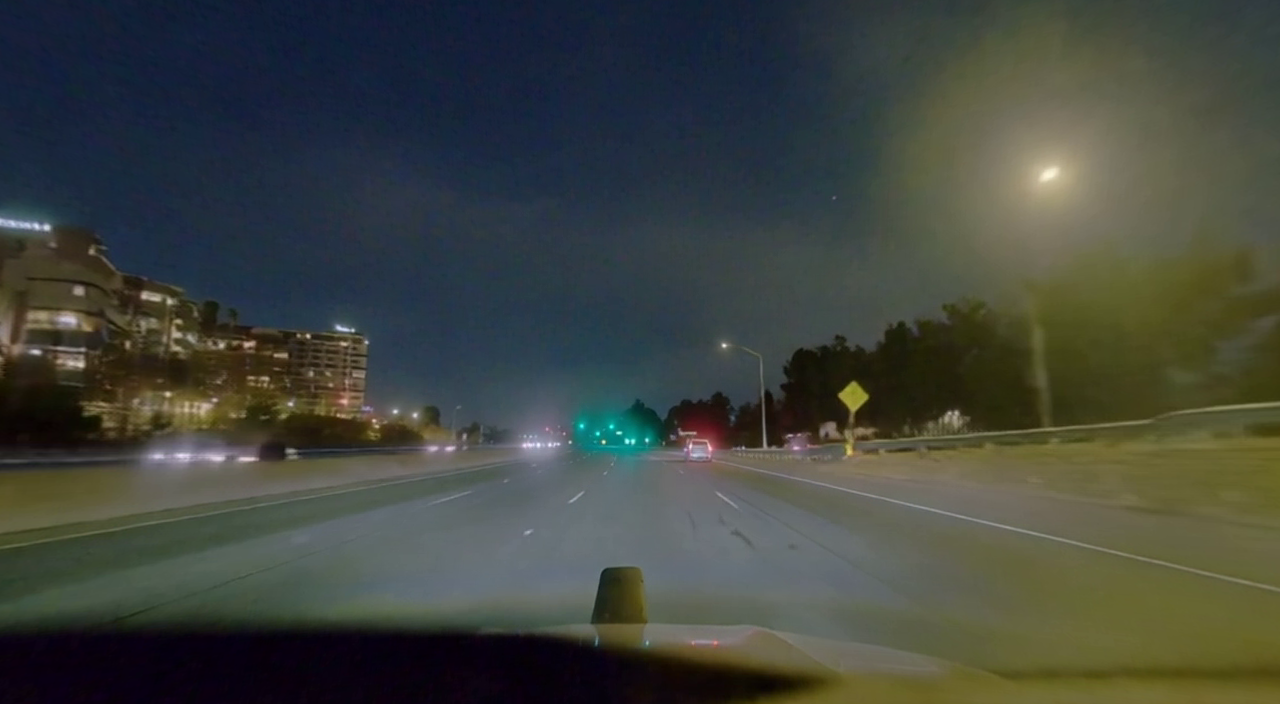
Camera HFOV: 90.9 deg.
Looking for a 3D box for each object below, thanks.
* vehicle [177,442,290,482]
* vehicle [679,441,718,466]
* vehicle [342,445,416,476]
[{"bbox_3d":[-16.465,4.442,25.825,1.806,1.492,4.206,0,-8,0],"label":"vehicle"},{"bbox_3d":[3.557,6.254,39.010,1.926,1.477,4.025,0,-8,-2],"label":"vehicle"},{"bbox_3d":[-13.309,5.531,32.497,1.871,1.446,4.531,0,-8,0],"label":"vehicle"}]
